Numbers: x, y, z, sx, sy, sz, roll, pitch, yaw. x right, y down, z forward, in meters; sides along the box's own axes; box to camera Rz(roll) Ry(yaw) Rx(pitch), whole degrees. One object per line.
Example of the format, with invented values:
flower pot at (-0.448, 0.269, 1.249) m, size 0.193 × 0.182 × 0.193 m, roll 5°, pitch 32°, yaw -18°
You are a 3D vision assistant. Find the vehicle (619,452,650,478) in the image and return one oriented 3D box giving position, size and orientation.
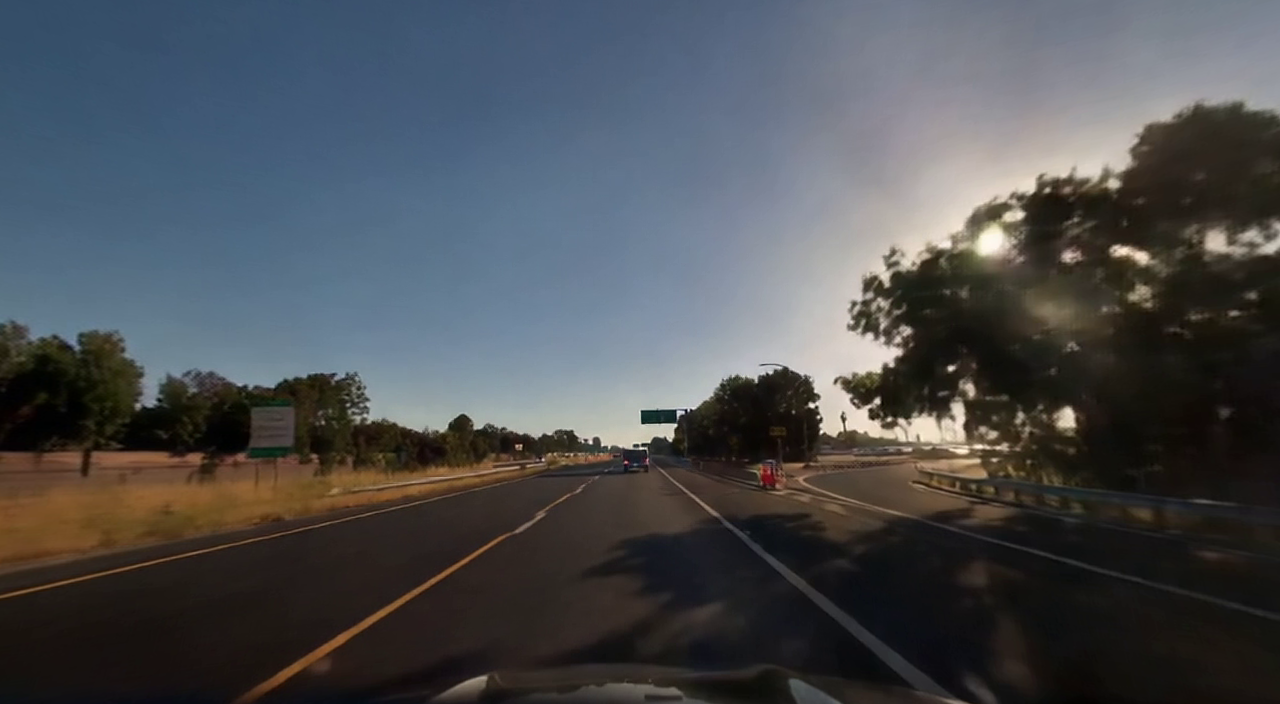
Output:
vehicle at (-0.286, 6.671, 37.521) m, size 1.695 × 1.437 × 3.506 m, roll 0°, pitch -9°, yaw 1°
